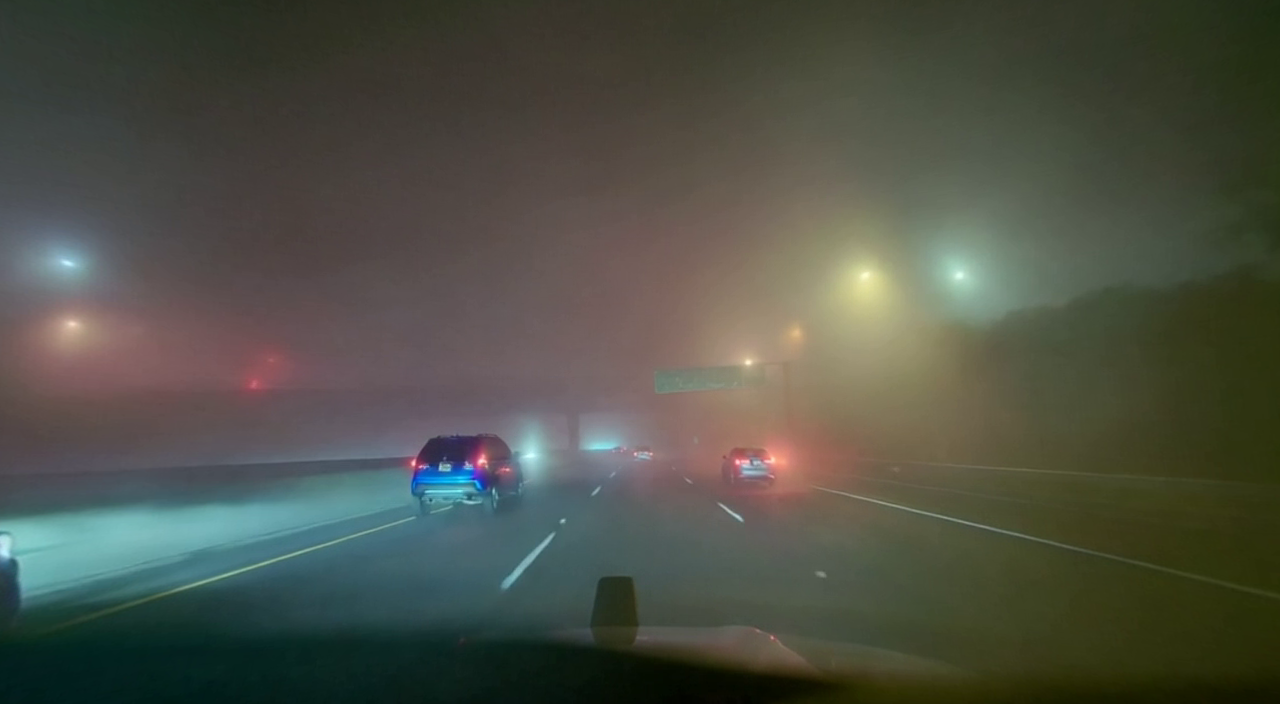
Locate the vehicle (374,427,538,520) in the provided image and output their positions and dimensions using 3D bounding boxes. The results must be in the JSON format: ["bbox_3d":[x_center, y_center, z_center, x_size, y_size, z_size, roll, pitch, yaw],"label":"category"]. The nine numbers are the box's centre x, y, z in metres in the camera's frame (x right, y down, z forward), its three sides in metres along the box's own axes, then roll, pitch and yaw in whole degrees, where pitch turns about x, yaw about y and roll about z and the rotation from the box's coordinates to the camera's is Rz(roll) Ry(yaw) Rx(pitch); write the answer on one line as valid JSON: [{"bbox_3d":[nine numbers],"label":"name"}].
[{"bbox_3d":[-3.618,2.469,13.354,2.193,1.641,4.077,0,-8,0],"label":"vehicle"}]

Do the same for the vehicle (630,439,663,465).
[{"bbox_3d":[0.487,7.722,48.955,2.428,1.841,4.402,0,-8,1],"label":"vehicle"}]

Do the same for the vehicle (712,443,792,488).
[{"bbox_3d":[3.915,4.025,22.890,2.083,1.453,4.307,0,-8,-1],"label":"vehicle"}]
